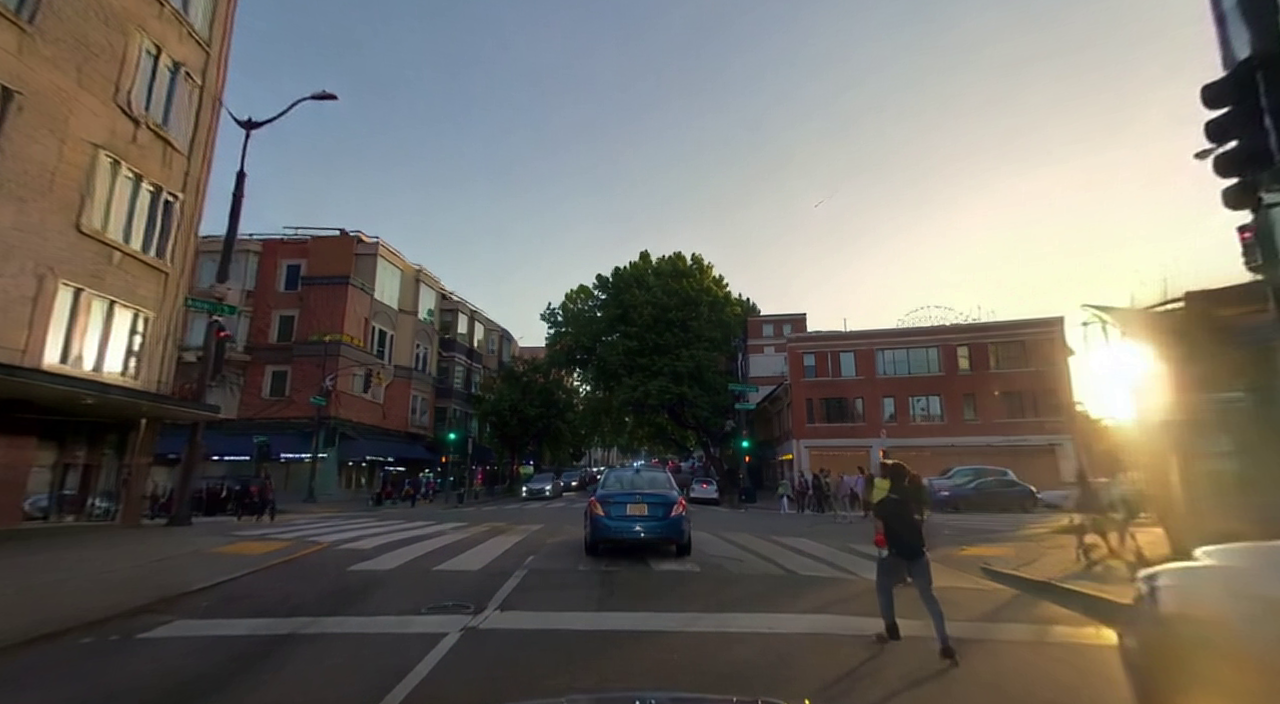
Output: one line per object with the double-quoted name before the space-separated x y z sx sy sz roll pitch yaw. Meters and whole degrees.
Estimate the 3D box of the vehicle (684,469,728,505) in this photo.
"vehicle" 3.833 7.881 37.063 1.908 1.741 4.066 0 -8 -3

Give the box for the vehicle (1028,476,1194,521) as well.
"vehicle" 20.812 6.496 28.091 5.345 1.747 2.410 -1 -8 2

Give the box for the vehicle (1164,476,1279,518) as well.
"vehicle" 26.407 6.346 27.697 4.734 1.605 2.186 -1 -8 1

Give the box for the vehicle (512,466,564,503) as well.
"vehicle" -5.972 7.802 37.368 2.226 1.896 4.438 -1 -8 1

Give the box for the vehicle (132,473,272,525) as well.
"vehicle" -19.472 6.538 28.174 4.750 2.083 2.002 -1 -9 3

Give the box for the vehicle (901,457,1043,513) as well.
"vehicle" 14.720 5.886 28.207 4.974 2.266 2.324 0 -8 -1

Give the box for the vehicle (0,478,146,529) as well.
"vehicle" -25.329 6.734 28.215 4.588 2.048 2.110 -1 -8 1
